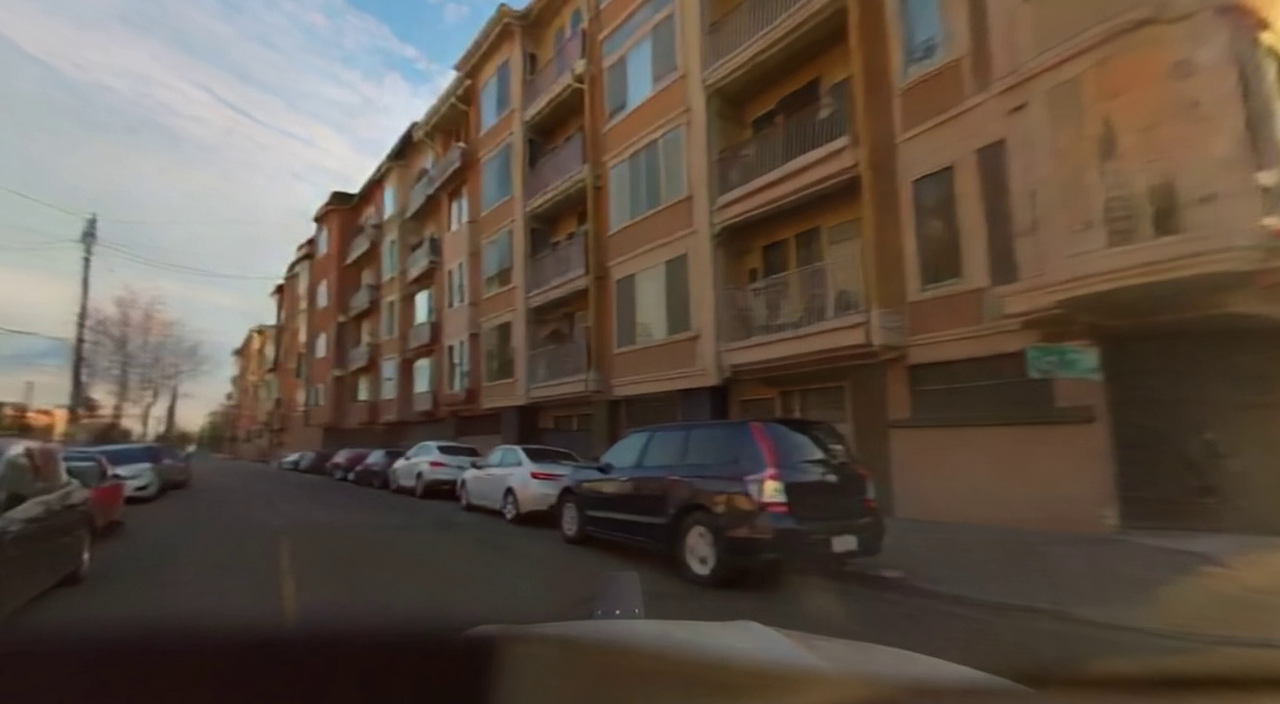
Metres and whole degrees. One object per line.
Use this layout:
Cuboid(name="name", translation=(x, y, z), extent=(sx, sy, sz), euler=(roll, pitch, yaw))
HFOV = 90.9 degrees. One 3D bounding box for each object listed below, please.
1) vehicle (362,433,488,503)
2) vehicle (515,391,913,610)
Cuboid(name="vehicle", translation=(-5.965, 3.028, 17.122), extent=(1.968, 1.595, 4.543), euler=(5, -9, -35))
Cuboid(name="vehicle", translation=(0.394, 1.447, 7.297), extent=(2.025, 1.631, 4.679), euler=(5, -9, -32))
